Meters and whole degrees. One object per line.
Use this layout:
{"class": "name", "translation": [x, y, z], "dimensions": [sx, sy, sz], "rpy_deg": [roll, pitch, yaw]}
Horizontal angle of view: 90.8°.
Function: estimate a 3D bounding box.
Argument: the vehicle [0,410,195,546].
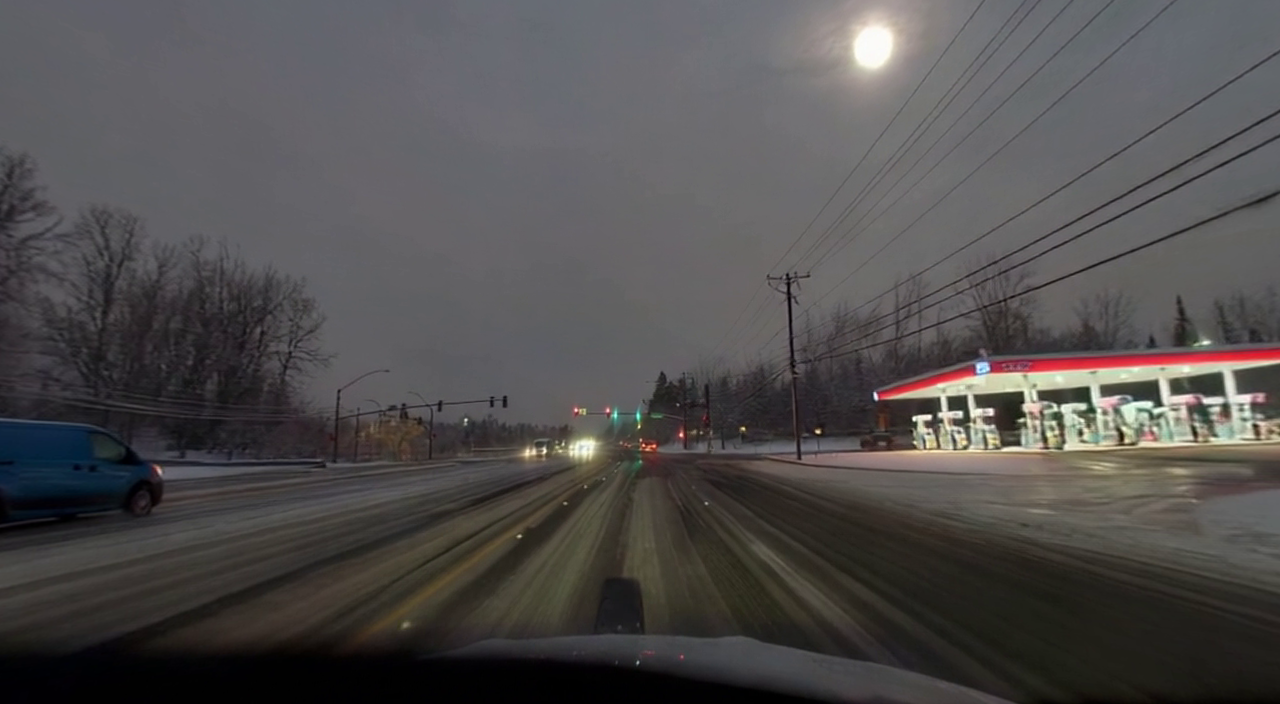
{"class": "vehicle", "translation": [-9.840, 1.904, 9.816], "dimensions": [2.149, 1.848, 4.961], "rpy_deg": [0, -8, 1]}
